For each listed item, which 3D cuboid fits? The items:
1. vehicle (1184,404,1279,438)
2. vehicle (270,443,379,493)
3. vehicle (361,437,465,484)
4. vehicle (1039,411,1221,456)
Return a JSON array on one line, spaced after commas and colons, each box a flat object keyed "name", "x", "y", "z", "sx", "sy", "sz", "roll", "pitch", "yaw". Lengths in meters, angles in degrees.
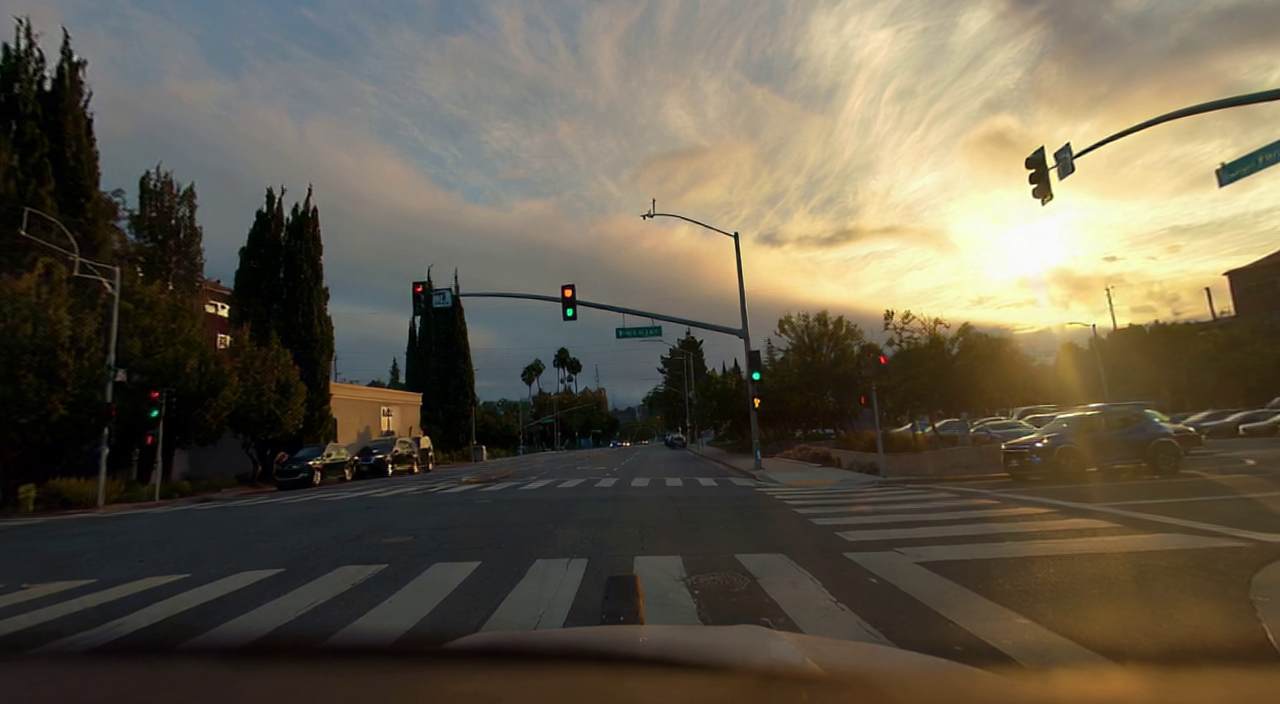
[{"name": "vehicle", "x": 34.789, "y": 4.019, "z": 36.651, "sx": 4.326, "sy": 1.511, "sz": 1.725, "roll": -8, "pitch": -9, "yaw": 17}, {"name": "vehicle", "x": -13.790, "y": 5.066, "z": 28.052, "sx": 2.306, "sy": 1.957, "sz": 4.968, "roll": 0, "pitch": -9, "yaw": -1}, {"name": "vehicle", "x": -10.172, "y": 4.923, "z": 28.971, "sx": 2.664, "sy": 1.940, "sz": 5.702, "roll": 0, "pitch": -9, "yaw": 0}, {"name": "vehicle", "x": 16.923, "y": 2.908, "z": 22.128, "sx": 4.560, "sy": 1.453, "sz": 1.851, "roll": -3, "pitch": -9, "yaw": 18}]
